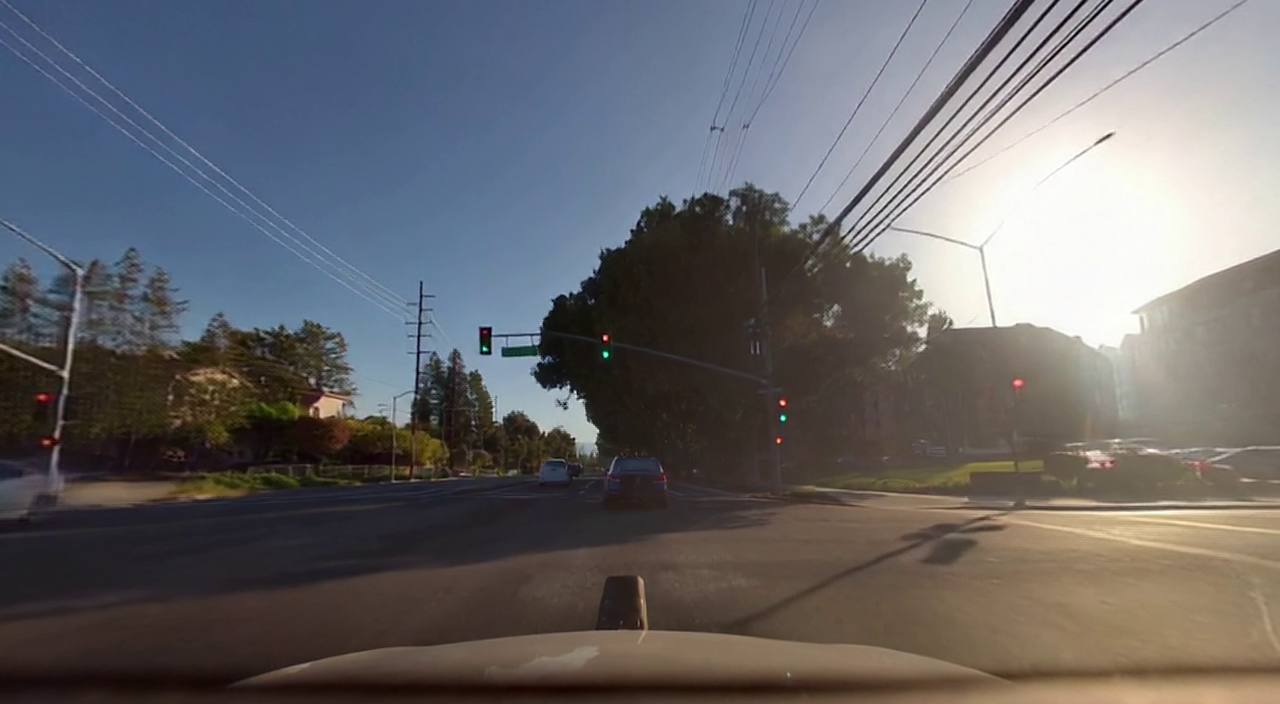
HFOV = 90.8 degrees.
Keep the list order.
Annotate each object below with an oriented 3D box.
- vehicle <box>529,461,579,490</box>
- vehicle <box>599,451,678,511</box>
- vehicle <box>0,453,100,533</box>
[{"bbox_3d":[-4.711,6.817,35.165,2.153,1.474,4.284,0,-9,0],"label":"vehicle"},{"bbox_3d":[-0.081,3.891,19.428,2.156,1.636,3.923,0,-9,-1],"label":"vehicle"},{"bbox_3d":[-13.675,2.771,12.418,2.025,1.571,4.636,0,-9,-1],"label":"vehicle"}]
